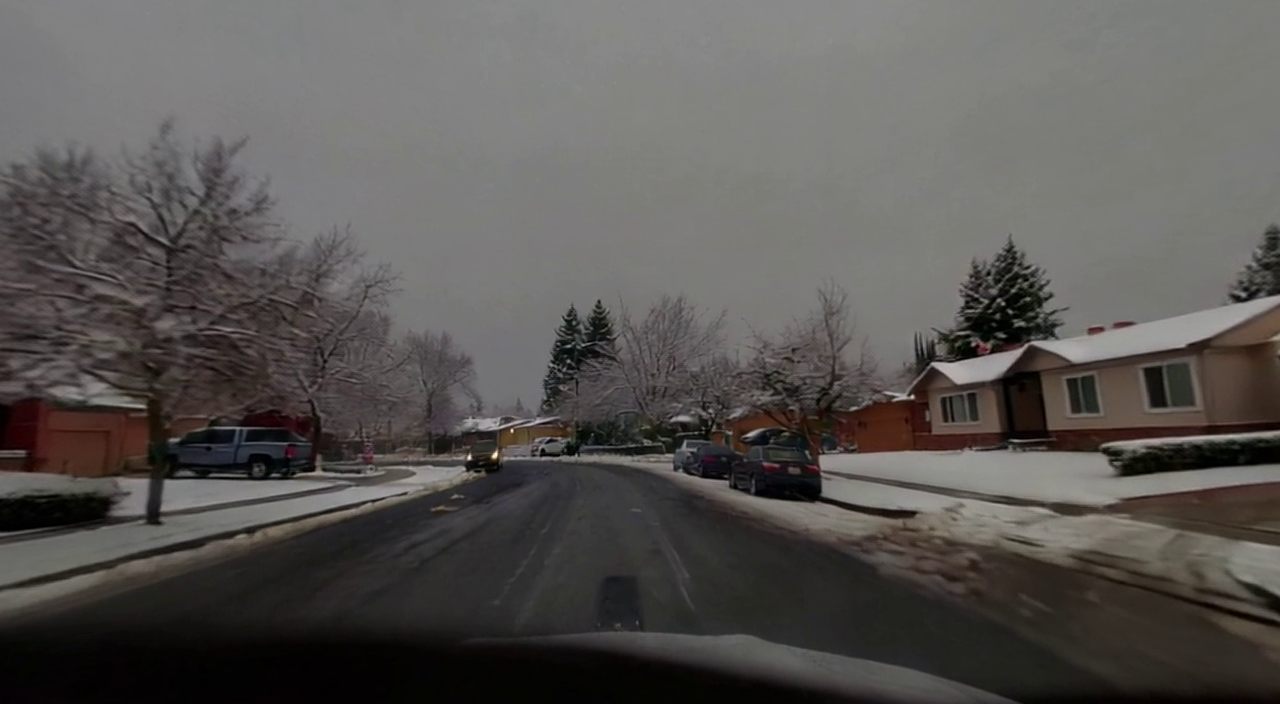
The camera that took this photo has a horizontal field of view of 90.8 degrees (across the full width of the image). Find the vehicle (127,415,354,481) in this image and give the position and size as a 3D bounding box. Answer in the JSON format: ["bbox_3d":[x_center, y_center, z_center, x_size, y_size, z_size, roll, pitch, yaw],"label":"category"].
[{"bbox_3d":[-13.371,3.268,21.726,6.197,1.824,2.113,0,-9,-18],"label":"vehicle"}]

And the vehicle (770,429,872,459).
[{"bbox_3d":[9.594,4.875,33.547,4.940,1.477,2.015,3,-9,-21],"label":"vehicle"}]

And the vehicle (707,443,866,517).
[{"bbox_3d":[3.239,2.932,15.195,1.984,1.437,4.726,1,-8,-10],"label":"vehicle"}]

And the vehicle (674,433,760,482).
[{"bbox_3d":[2.876,4.075,24.873,1.993,1.720,4.583,2,-8,-11],"label":"vehicle"}]

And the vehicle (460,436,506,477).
[{"bbox_3d":[-7.837,5.121,31.263,1.976,1.855,4.299,3,-8,-16],"label":"vehicle"}]
